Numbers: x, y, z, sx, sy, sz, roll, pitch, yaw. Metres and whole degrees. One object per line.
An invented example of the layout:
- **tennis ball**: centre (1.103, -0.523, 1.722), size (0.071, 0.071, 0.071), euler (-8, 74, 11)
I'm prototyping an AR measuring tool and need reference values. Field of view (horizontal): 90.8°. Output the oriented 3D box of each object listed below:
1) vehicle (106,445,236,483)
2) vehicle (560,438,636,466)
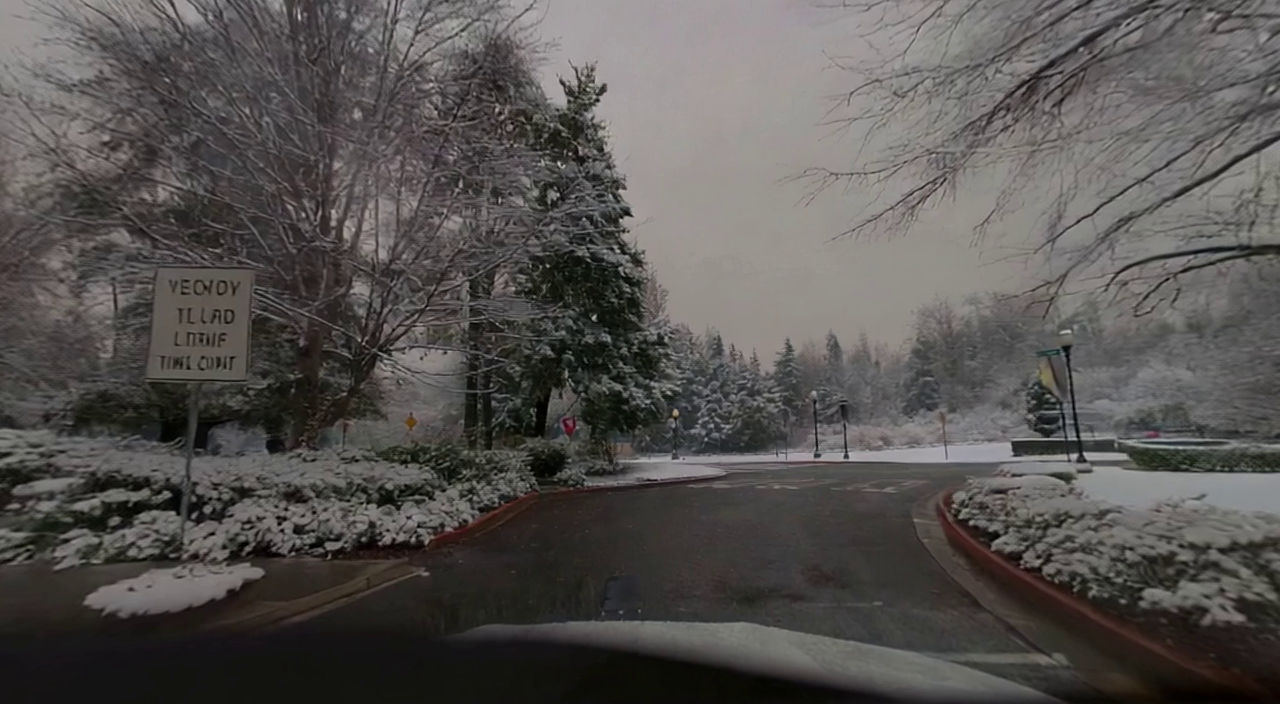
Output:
- **vehicle**: centre (-21.102, 5.019, 28.684), size (2.088, 1.581, 4.345), euler (-2, -9, 12)
- **vehicle**: centre (-2.717, 6.390, 40.280), size (4.490, 1.672, 2.019), euler (-6, -10, 33)
